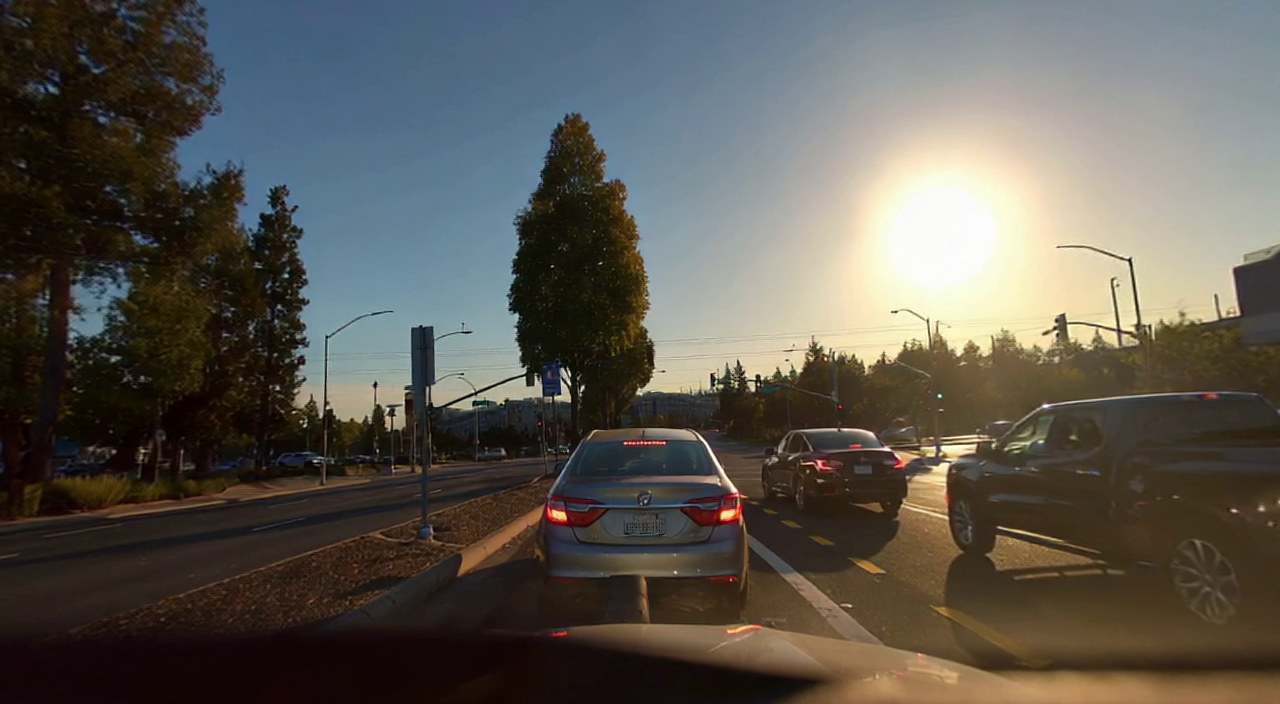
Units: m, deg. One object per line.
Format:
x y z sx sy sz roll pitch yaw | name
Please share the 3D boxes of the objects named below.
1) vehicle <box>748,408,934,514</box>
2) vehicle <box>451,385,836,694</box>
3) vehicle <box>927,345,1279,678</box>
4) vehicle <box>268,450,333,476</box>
4.201 2.426 14.544 2.319 1.930 5.651 0 -8 -1 | vehicle
-0.016 1.315 5.533 2.116 1.677 3.948 0 -8 -1 | vehicle
4.516 1.134 5.278 2.019 1.803 4.634 0 -8 0 | vehicle
-24.067 7.842 44.865 1.798 1.706 4.385 -1 -8 6 | vehicle
